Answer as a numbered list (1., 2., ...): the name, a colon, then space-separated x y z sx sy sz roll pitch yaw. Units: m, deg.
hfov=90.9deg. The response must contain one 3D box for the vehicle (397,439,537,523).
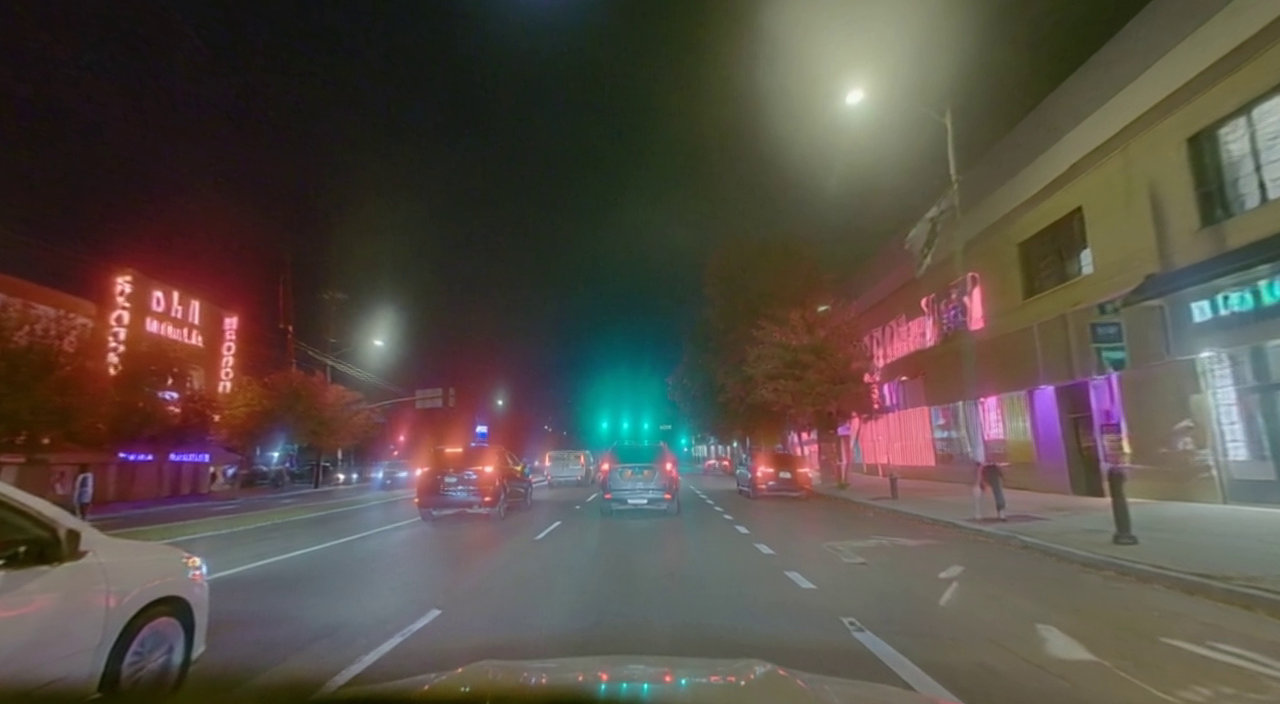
1. vehicle: -3.708 2.824 14.382 1.886 1.599 4.247 0 -9 1

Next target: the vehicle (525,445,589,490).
1. vehicle: -3.214 4.537 25.216 1.894 1.642 3.861 0 -8 2

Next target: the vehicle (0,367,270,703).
1. vehicle: -3.329 0.771 1.588 1.975 1.624 4.481 0 -9 1

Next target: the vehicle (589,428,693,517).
1. vehicle: 0.033 2.708 14.667 2.075 1.770 4.018 0 -8 1

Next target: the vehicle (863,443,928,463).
1. vehicle: 20.162 7.994 49.854 4.361 1.478 1.909 -2 -9 6

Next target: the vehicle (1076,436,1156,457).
1. vehicle: 35.159 6.996 46.669 4.169 1.475 2.059 -2 -9 14

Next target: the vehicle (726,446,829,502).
1. vehicle: 3.951 3.551 18.930 1.986 1.457 4.566 0 -9 -1
